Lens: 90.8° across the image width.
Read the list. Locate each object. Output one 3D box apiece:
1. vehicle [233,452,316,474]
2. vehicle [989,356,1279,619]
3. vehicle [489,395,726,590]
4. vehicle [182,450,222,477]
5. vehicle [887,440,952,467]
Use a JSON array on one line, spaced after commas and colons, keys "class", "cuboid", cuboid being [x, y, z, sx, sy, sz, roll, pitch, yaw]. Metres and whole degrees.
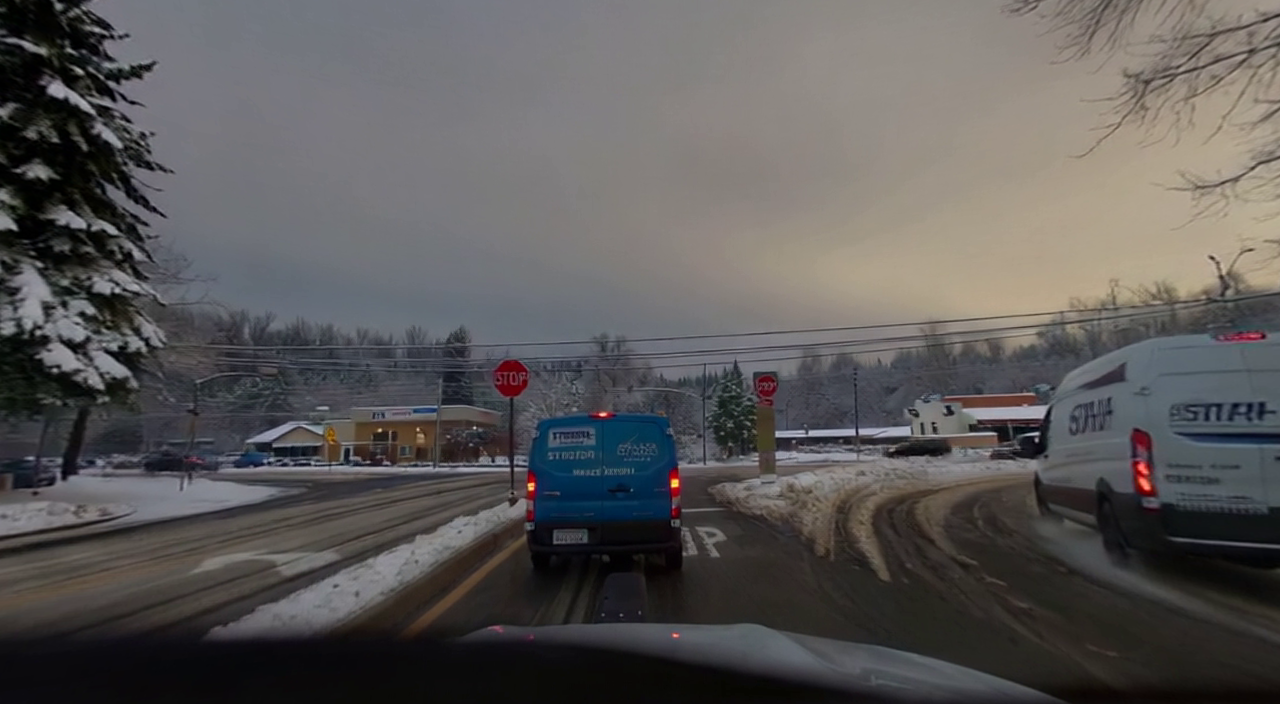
[{"class": "vehicle", "cuboid": [-25.951, 7.889, 45.047, 4.670, 1.472, 1.851, 1, -9, -8]}, {"class": "vehicle", "cuboid": [6.513, 1.529, 7.979, 2.385, 2.196, 5.640, -2, -9, 16]}, {"class": "vehicle", "cuboid": [-0.235, 1.675, 8.333, 2.237, 1.828, 4.546, 0, -9, 2]}, {"class": "vehicle", "cuboid": [-29.842, 7.556, 43.140, 1.913, 1.682, 4.120, 5, -10, -31]}, {"class": "vehicle", "cuboid": [18.493, 6.658, 41.691, 4.512, 1.659, 1.985, 7, -11, -38]}]
